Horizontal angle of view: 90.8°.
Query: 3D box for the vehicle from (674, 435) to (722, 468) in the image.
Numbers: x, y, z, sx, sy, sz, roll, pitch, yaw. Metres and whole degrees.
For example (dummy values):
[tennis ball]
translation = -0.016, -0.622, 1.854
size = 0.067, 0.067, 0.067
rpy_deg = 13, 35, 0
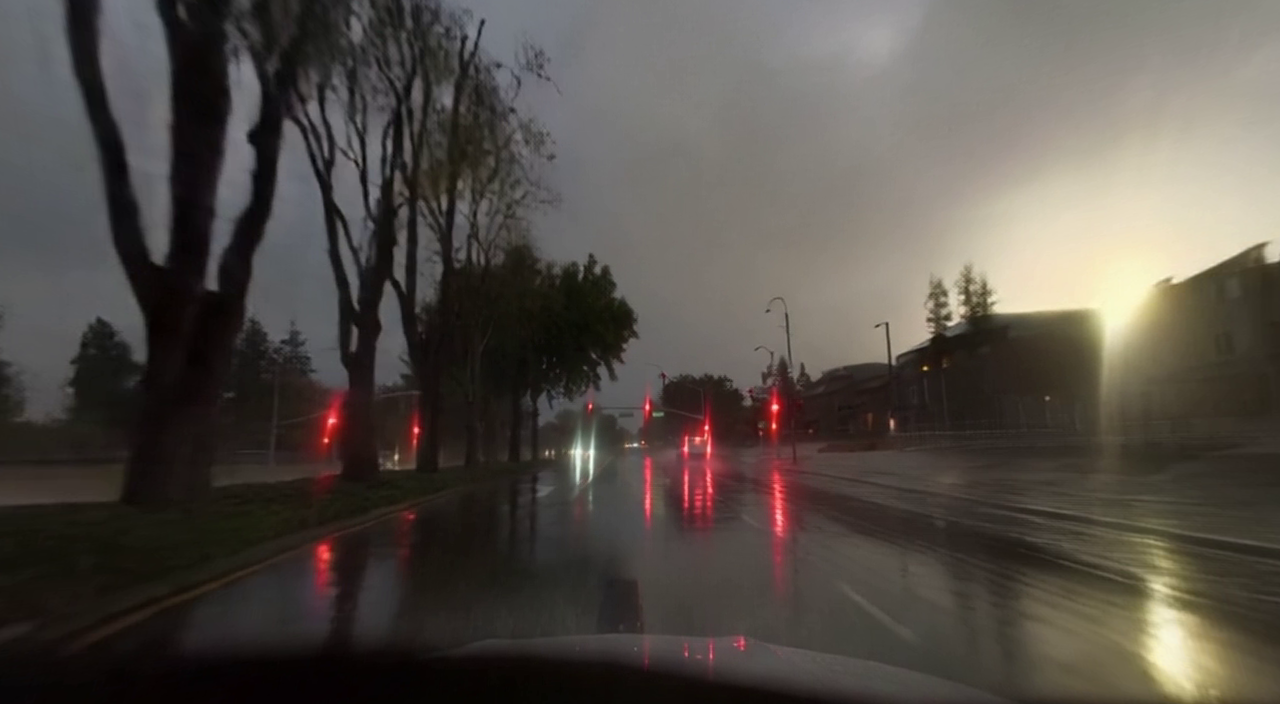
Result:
[vehicle]
translation = 3.344, 5.901, 37.520
size = 2.229, 1.795, 4.927
rpy_deg = 0, -9, -2
